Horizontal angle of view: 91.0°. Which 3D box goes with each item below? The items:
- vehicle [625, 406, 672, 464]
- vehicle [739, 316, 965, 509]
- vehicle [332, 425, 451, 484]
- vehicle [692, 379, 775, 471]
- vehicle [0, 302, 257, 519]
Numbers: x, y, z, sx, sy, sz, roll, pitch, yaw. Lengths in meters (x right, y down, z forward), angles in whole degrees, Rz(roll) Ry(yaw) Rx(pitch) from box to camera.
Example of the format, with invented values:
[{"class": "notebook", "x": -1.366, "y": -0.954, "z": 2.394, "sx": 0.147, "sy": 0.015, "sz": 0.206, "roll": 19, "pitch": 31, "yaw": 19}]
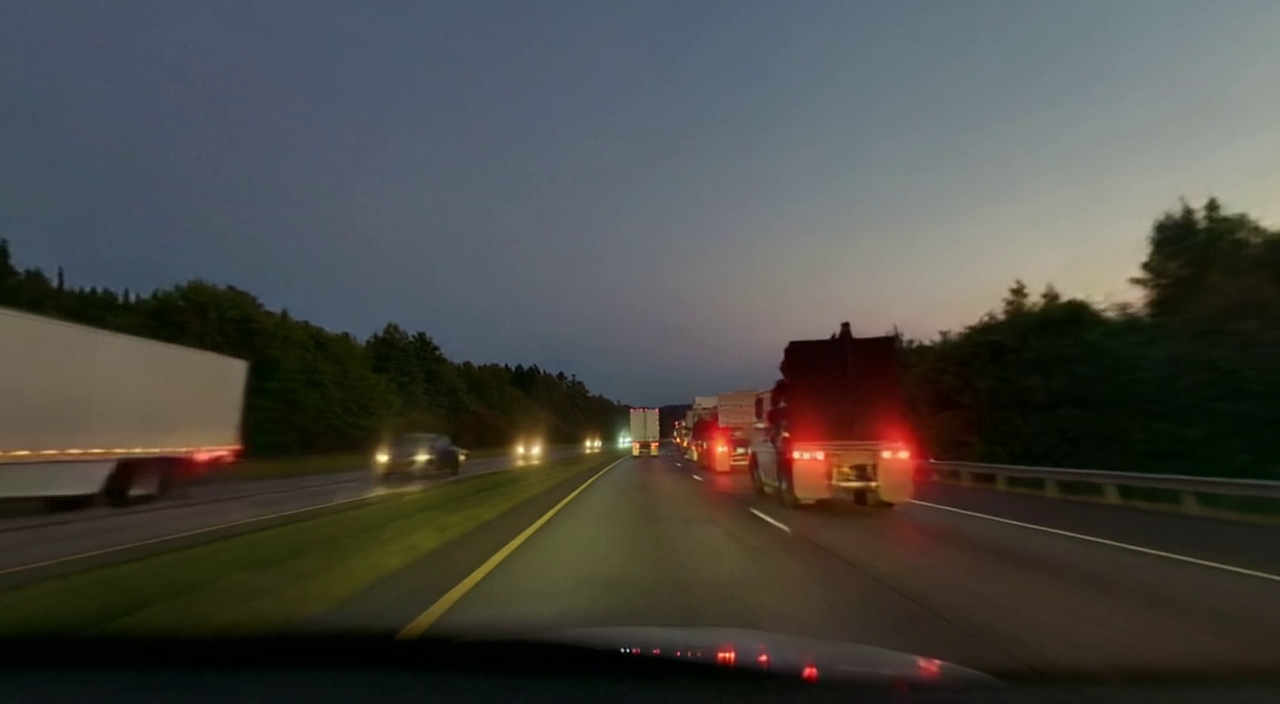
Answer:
[{"class": "vehicle", "x": 0.454, "y": 5.277, "z": 39.747, "sx": 2.644, "sy": 3.247, "sz": 7.454, "roll": 0, "pitch": -8, "yaw": 0}, {"class": "vehicle", "x": 4.440, "y": 1.534, "z": 14.920, "sx": 2.956, "sy": 3.604, "sz": 6.277, "roll": 0, "pitch": -8, "yaw": -1}, {"class": "vehicle", "x": -8.712, "y": 3.634, "z": 22.641, "sx": 2.294, "sy": 1.856, "sz": 4.734, "roll": 0, "pitch": -8, "yaw": 0}, {"class": "vehicle", "x": 4.490, "y": 3.832, "z": 32.163, "sx": 2.860, "sy": 4.036, "sz": 8.586, "roll": 0, "pitch": -8, "yaw": 0}, {"class": "vehicle", "x": -13.160, "y": 1.174, "z": 12.134, "sx": 2.978, "sy": 3.924, "sz": 13.663, "roll": 0, "pitch": -8, "yaw": 0}]
